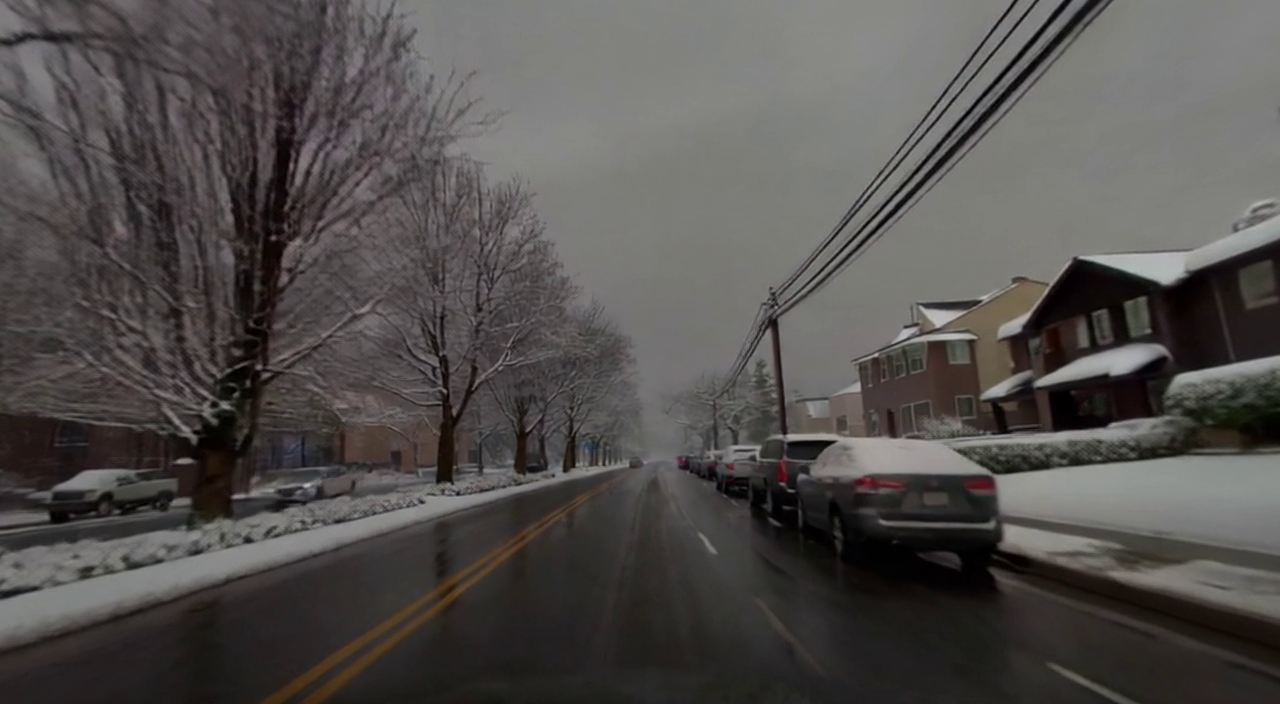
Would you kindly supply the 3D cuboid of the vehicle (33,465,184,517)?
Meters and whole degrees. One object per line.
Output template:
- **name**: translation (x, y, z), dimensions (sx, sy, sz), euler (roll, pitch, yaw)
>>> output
- **vehicle**: translation (-24.045, 6.276, 28.893), dimensions (2.305, 1.919, 5.187), euler (-1, -8, 2)

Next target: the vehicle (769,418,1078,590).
- **vehicle**: translation (3.441, 1.933, 9.113), dimensions (2.078, 1.738, 5.133), euler (0, -8, 0)

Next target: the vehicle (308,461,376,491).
- **vehicle**: translation (-18.960, 7.874, 40.309), dimensions (2.013, 1.667, 4.412), euler (-1, -8, 3)

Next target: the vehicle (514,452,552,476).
- **vehicle**: translation (-8.329, 8.724, 49.361), dimensions (2.331, 1.696, 4.861), euler (0, -8, -3)

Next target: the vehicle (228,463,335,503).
- **vehicle**: translation (-16.194, 5.921, 28.845), dimensions (1.946, 1.492, 4.794), euler (-1, -8, 2)
